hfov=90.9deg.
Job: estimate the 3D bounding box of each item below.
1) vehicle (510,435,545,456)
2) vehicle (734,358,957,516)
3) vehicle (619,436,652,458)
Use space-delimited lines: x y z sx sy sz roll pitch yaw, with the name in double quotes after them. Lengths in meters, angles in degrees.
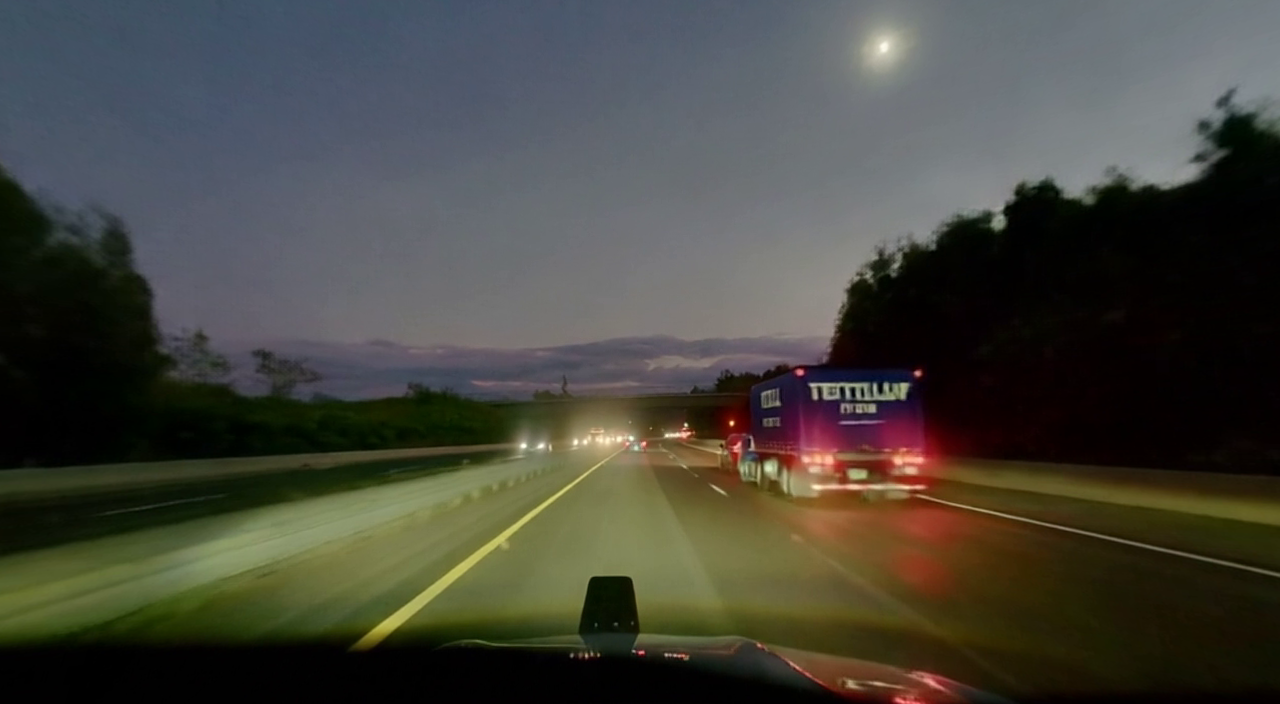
-8.627 7.197 48.754 1.973 1.519 4.176 0 -7 0 "vehicle"
4.078 1.904 14.326 2.715 2.746 6.550 0 -7 -1 "vehicle"
-0.288 5.991 40.067 1.996 1.325 4.029 0 -7 0 "vehicle"
